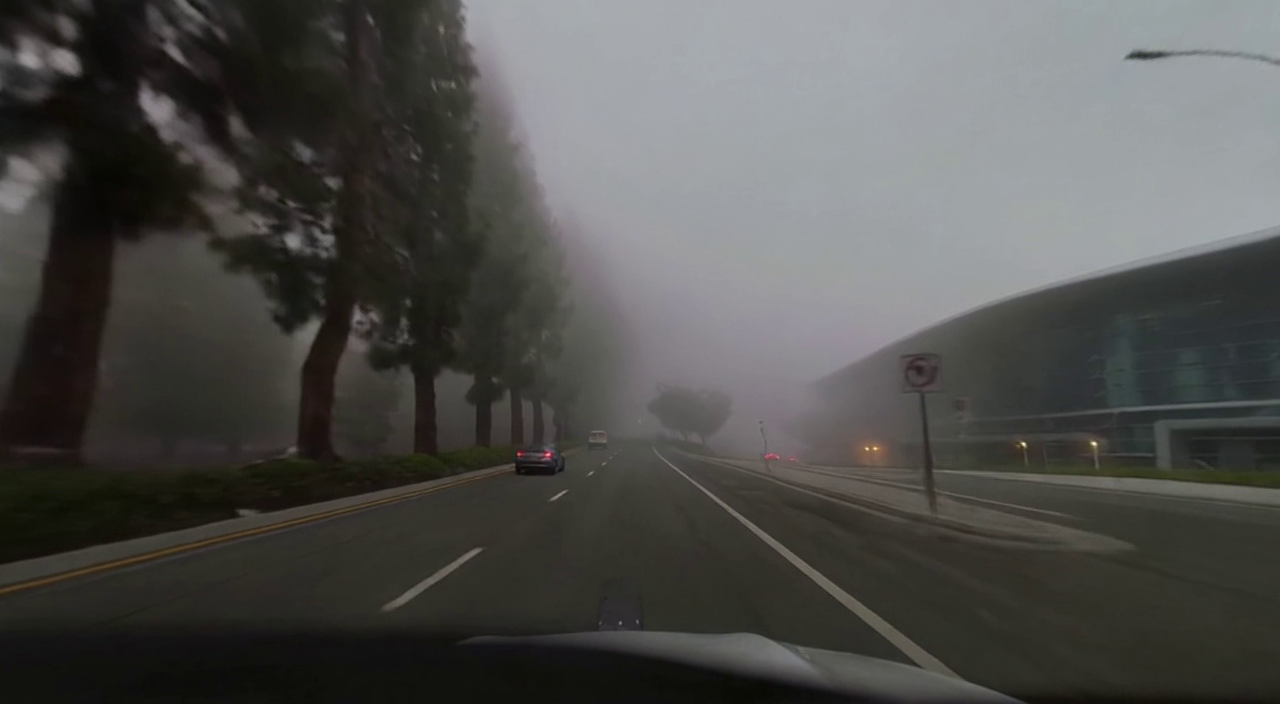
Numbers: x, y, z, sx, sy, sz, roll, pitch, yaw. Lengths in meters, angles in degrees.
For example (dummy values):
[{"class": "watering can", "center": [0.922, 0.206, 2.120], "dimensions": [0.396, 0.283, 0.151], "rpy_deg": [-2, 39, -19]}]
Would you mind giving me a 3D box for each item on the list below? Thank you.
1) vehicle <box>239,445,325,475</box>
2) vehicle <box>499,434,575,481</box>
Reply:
[{"class": "vehicle", "center": [-19.375, 5.832, 34.466], "dimensions": [1.895, 1.514, 4.766], "rpy_deg": [0, -8, 0]}, {"class": "vehicle", "center": [-3.633, 3.828, 23.236], "dimensions": [1.984, 1.521, 4.682], "rpy_deg": [0, -8, 1]}]
